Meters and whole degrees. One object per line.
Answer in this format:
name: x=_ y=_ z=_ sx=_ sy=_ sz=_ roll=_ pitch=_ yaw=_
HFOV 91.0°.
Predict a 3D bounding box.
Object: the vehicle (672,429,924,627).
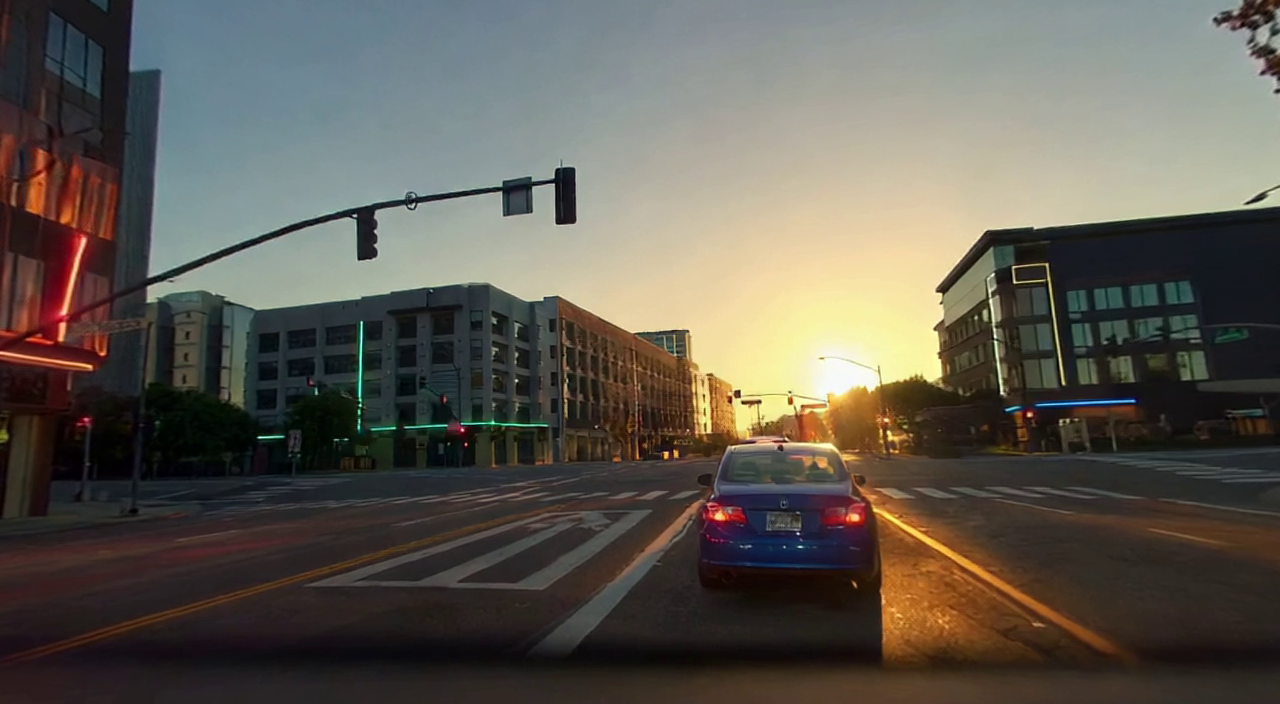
vehicle: x=1.581 y=1.671 z=7.118 sx=1.872 sy=1.459 sz=4.483 roll=-1 pitch=-9 yaw=10
